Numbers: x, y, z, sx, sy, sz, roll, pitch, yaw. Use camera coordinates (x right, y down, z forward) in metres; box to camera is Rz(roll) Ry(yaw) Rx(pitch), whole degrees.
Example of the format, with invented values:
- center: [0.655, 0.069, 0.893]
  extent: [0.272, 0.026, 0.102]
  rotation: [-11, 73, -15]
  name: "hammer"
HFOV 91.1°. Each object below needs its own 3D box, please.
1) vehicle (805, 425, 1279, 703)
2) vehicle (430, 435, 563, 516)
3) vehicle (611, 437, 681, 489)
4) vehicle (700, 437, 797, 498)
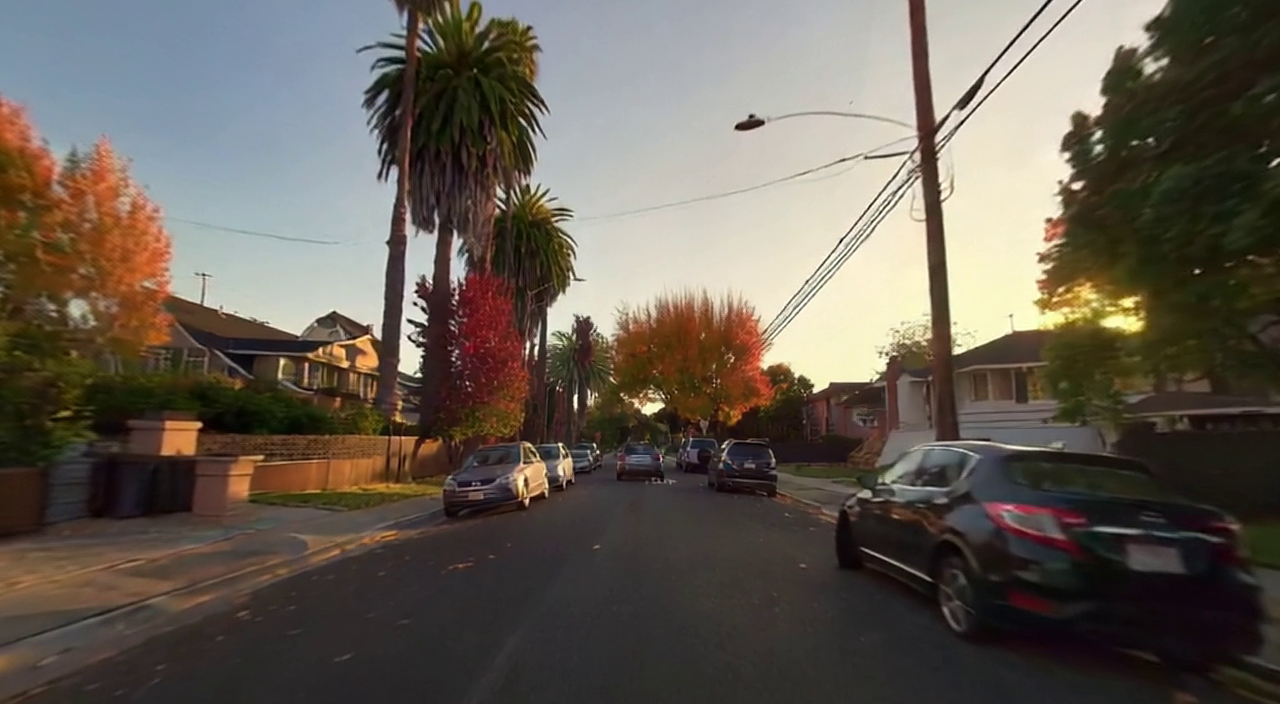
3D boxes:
- center: [2.907, 1.387, 4.980]
  extent: [1.961, 1.481, 4.494]
  rotation: [0, -8, 0]
  name: "vehicle"
- center: [-2.985, 2.652, 14.110]
  extent: [1.877, 1.521, 4.348]
  rotation: [0, -8, 1]
  name: "vehicle"
- center: [0.181, 3.519, 20.371]
  extent: [2.010, 1.499, 4.107]
  rotation: [0, -8, 0]
  name: "vehicle"
- center: [3.006, 3.292, 18.413]
  extent: [1.967, 1.563, 4.237]
  rotation: [0, -8, -2]
  name: "vehicle"
